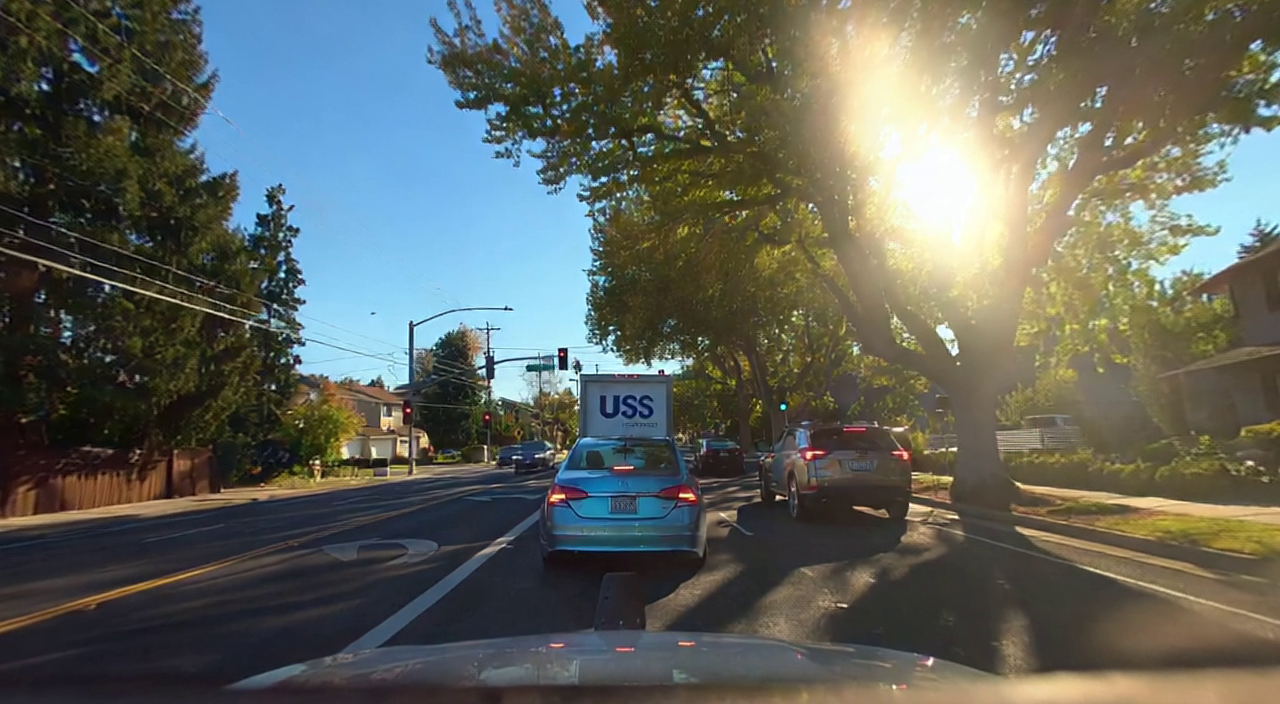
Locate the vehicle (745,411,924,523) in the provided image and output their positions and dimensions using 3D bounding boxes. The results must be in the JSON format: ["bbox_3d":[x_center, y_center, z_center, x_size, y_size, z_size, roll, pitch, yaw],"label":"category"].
[{"bbox_3d":[3.606,2.244,12.819,2.145,1.847,4.524,0,-8,0],"label":"vehicle"}]

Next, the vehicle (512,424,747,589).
[{"bbox_3d":[-0.149,1.720,7.933,2.135,1.483,4.207,0,-8,-2],"label":"vehicle"}]
